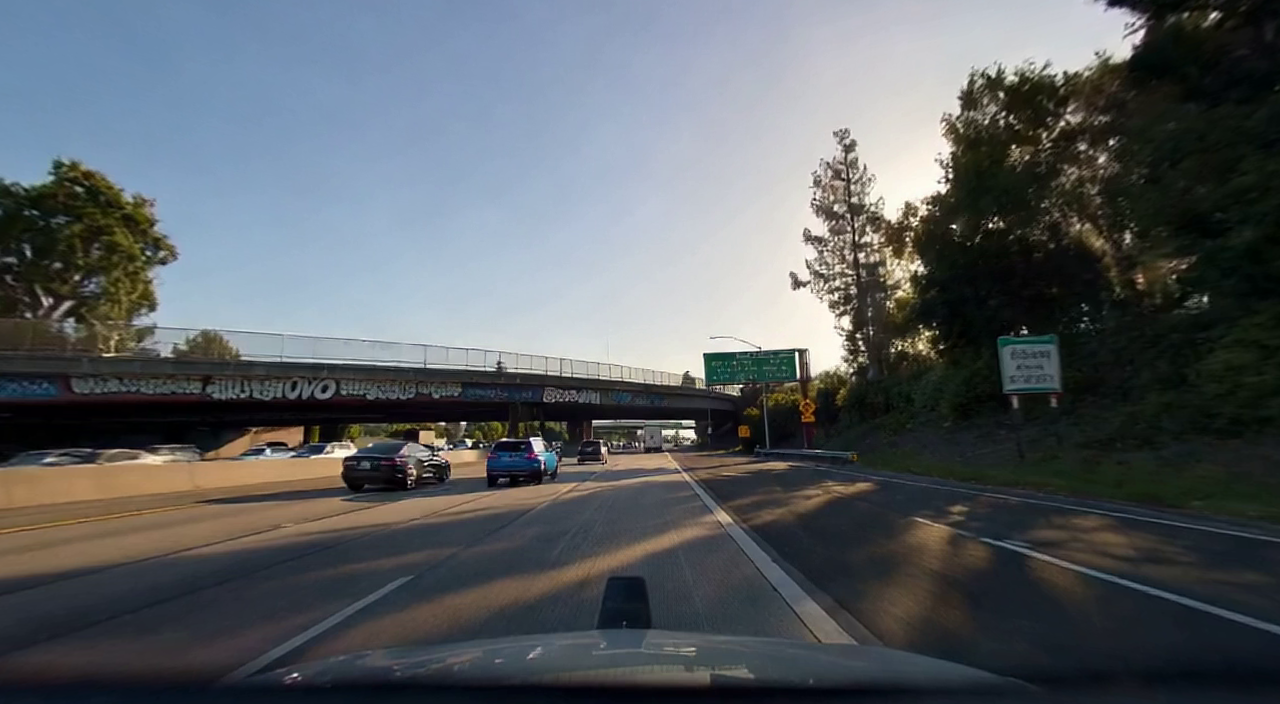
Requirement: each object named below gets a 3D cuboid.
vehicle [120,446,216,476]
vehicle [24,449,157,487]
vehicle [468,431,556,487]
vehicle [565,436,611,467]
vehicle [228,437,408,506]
[{"bbox_3d":[-28.997,6.689,38.771,2.204,1.670,4.760,0,-8,0],"label":"vehicle"},{"bbox_3d":[-23.578,4.954,27.199,1.794,1.458,4.269,0,-8,2],"label":"vehicle"},{"bbox_3d":[-4.086,3.484,20.676,1.969,1.633,3.962,0,-8,1],"label":"vehicle"},{"bbox_3d":[-2.940,5.737,36.339,2.154,1.693,4.394,0,-8,1],"label":"vehicle"},{"bbox_3d":[-7.705,2.875,15.685,1.917,1.449,4.727,0,-8,1],"label":"vehicle"}]
